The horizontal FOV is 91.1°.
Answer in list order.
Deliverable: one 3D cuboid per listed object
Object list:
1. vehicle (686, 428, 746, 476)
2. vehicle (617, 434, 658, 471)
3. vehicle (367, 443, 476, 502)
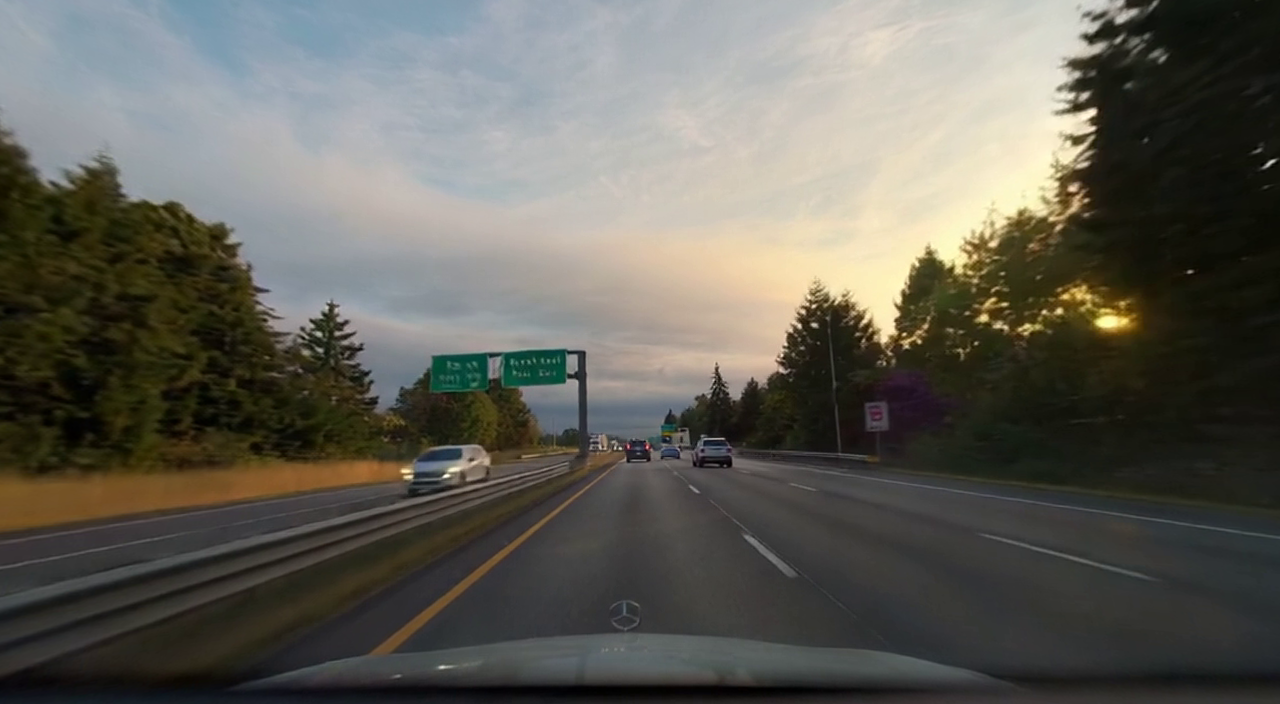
[{"bbox_3d":[3.366,4.547,28.796,1.981,1.984,4.623,0,-9,-2],"label":"vehicle"},{"bbox_3d":[-0.156,5.713,35.760,2.192,1.912,4.524,0,-9,0],"label":"vehicle"},{"bbox_3d":[-6.959,3.855,20.565,2.046,1.696,4.276,0,-9,0],"label":"vehicle"}]
